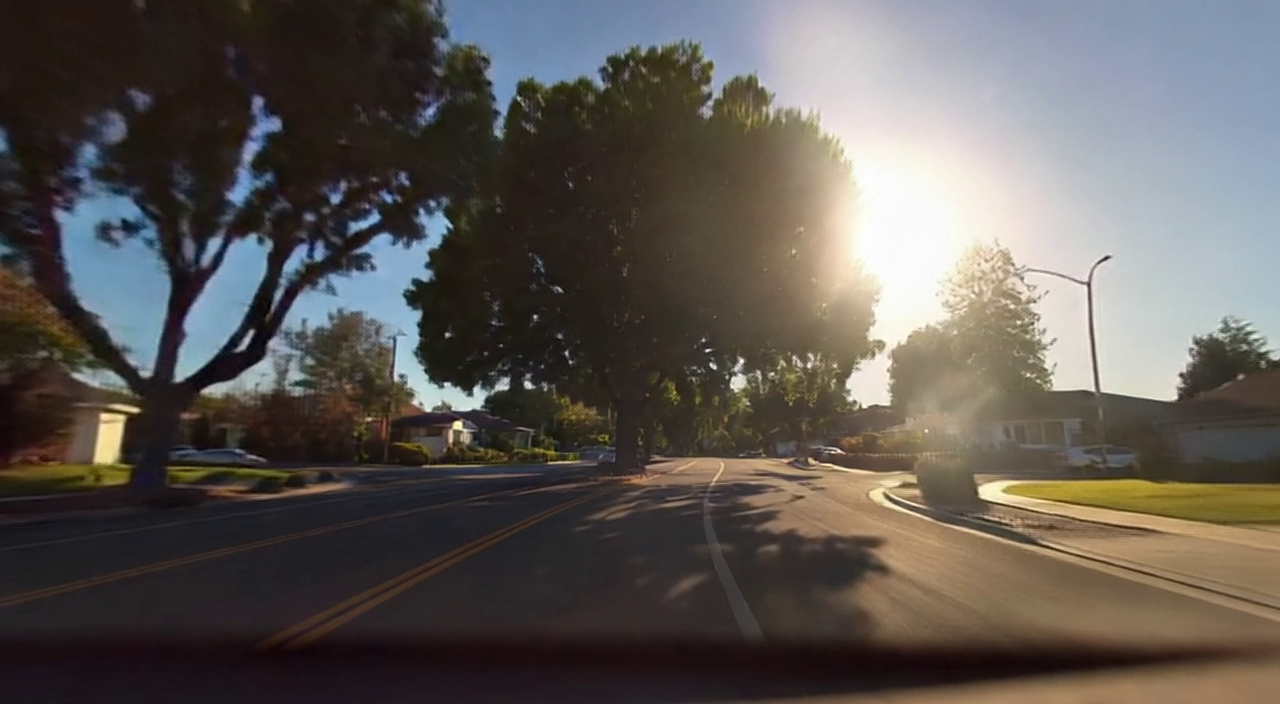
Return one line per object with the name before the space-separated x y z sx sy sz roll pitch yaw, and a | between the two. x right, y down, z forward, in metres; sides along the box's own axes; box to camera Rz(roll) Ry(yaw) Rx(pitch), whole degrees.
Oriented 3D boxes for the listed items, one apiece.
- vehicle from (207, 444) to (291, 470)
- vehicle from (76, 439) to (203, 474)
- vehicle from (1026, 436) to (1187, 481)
vehicle | -28.028 7.527 45.338 4.793 1.745 2.012 -1 -9 7
vehicle | -29.041 6.060 36.724 5.754 1.892 2.236 -1 -9 7
vehicle | 21.641 4.999 29.584 5.484 1.842 2.188 -4 -10 8
